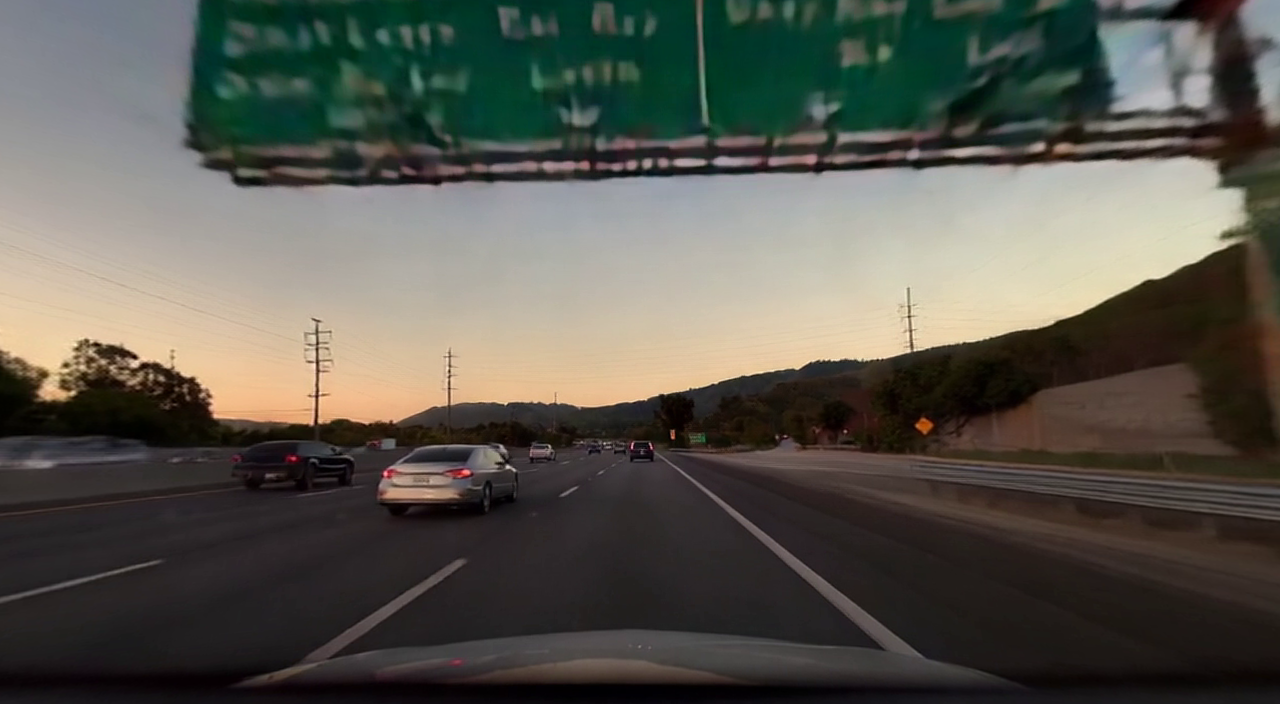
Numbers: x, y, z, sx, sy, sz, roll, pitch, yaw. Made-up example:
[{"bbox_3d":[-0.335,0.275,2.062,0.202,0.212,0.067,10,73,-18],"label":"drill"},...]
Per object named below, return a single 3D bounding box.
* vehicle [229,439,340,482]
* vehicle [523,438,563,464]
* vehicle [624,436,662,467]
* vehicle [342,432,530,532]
[{"bbox_3d":[-14.504,4.431,26.073,2.047,1.608,4.257,0,-8,1],"label":"vehicle"},{"bbox_3d":[-7.015,7.197,46.152,2.091,1.775,4.601,-1,-8,1],"label":"vehicle"},{"bbox_3d":[0.159,6.089,38.713,2.194,1.737,4.127,0,-8,-1],"label":"vehicle"},{"bbox_3d":[-3.582,2.361,12.206,1.967,1.517,4.808,-1,-8,1],"label":"vehicle"}]
